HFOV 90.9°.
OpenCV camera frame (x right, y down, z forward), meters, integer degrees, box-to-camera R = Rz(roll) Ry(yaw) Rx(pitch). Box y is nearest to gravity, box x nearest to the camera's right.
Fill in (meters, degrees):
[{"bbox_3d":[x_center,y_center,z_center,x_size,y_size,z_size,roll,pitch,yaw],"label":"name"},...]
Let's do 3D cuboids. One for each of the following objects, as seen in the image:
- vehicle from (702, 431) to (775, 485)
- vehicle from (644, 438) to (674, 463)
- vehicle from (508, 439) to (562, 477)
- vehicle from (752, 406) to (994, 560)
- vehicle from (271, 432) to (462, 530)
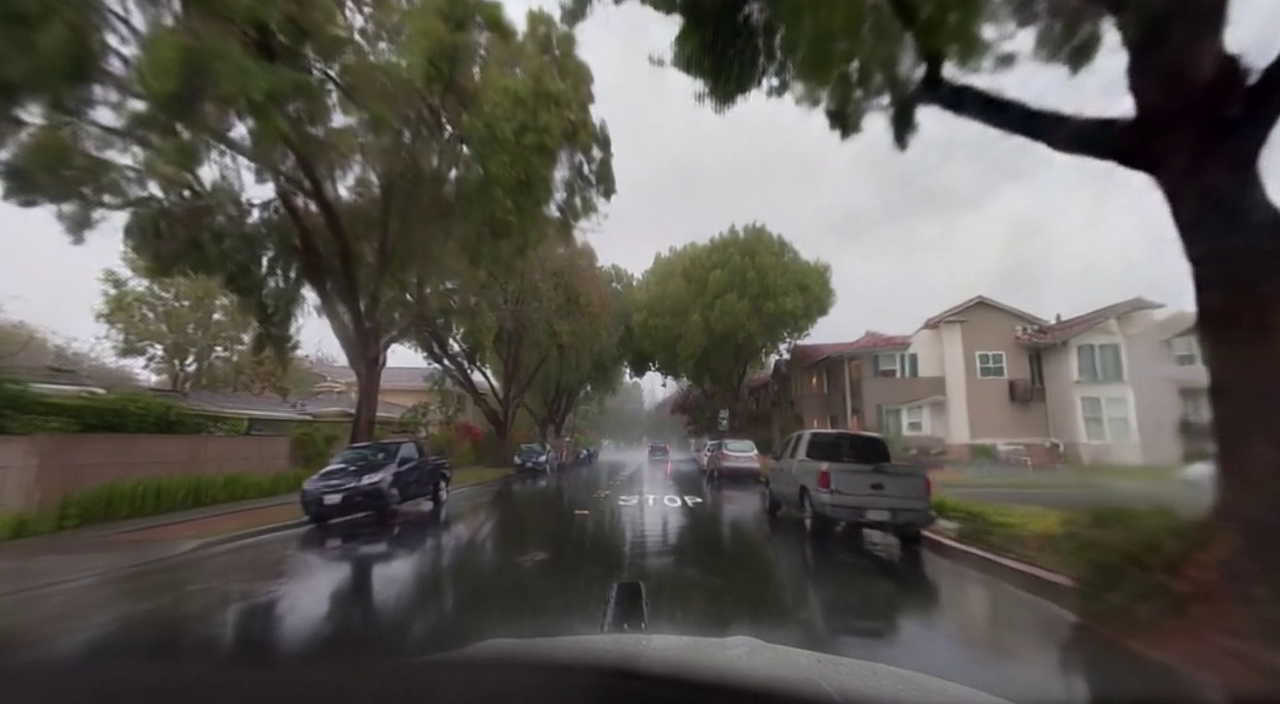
[{"bbox_3d":[3.585,3.962,23.881,1.970,1.801,4.721,0,-8,-1],"label":"vehicle"},{"bbox_3d":[1.401,7.290,46.921,2.172,1.722,4.201,0,-8,1],"label":"vehicle"},{"bbox_3d":[-4.937,5.006,30.186,1.955,1.659,4.324,1,-8,-2],"label":"vehicle"},{"bbox_3d":[3.213,1.906,10.045,2.117,1.807,4.964,0,-8,2],"label":"vehicle"},{"bbox_3d":[-5.495,2.598,13.456,2.007,1.709,4.502,0,-8,0],"label":"vehicle"}]
